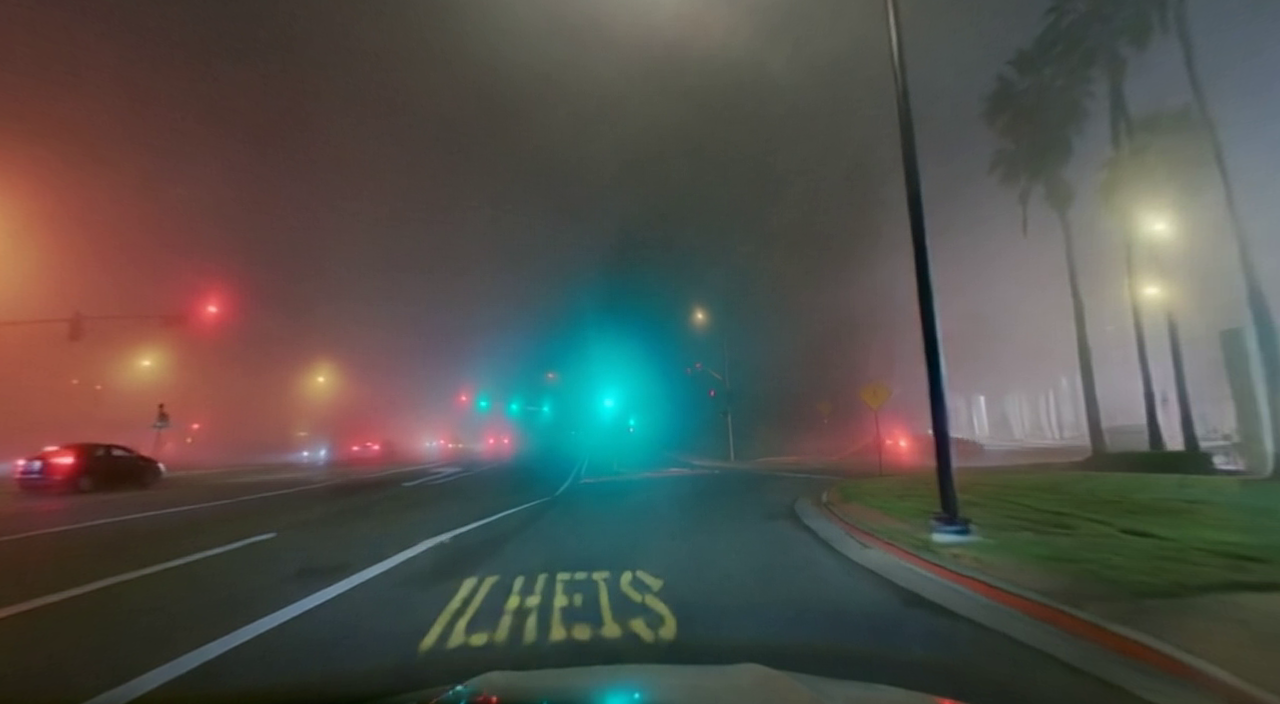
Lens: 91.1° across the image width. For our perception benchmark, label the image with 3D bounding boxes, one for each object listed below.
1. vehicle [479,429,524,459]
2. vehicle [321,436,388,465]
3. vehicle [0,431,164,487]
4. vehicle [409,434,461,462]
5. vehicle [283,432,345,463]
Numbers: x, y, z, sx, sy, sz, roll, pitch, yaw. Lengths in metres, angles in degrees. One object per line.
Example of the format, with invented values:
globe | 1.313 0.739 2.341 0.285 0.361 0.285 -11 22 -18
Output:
vehicle | -8.769 5.891 40.113 2.114 1.784 4.450 0 -8 -3
vehicle | -15.276 5.291 33.813 1.900 1.462 4.225 1 -9 -4
vehicle | -17.066 3.189 19.043 1.916 1.481 4.430 0 -8 -3
vehicle | -12.334 5.775 37.985 1.977 1.584 3.983 1 -9 -4
vehicle | -19.585 5.741 37.956 2.156 1.742 4.264 2 -9 -12
